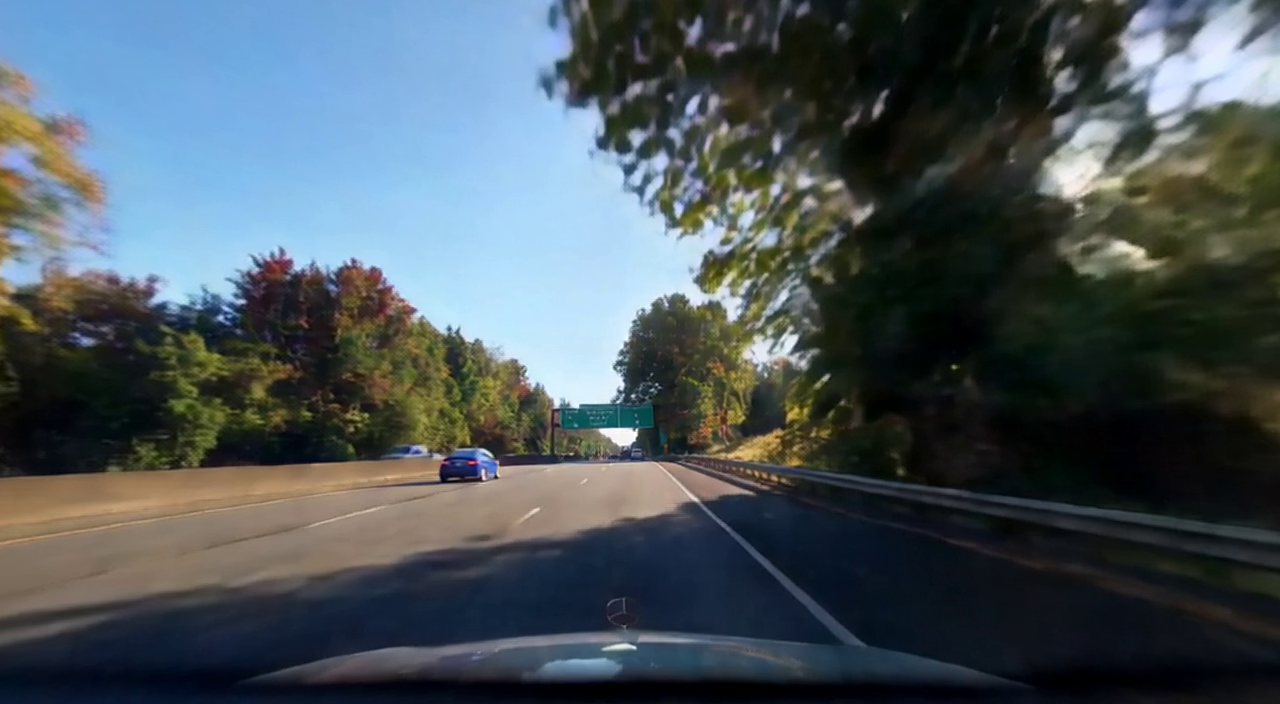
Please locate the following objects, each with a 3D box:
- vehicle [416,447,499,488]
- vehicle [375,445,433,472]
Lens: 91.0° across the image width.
[{"bbox_3d":[-7.658,4.851,26.944,2.094,1.579,4.655,0,-9,0],"label":"vehicle"},{"bbox_3d":[-18.170,8.224,48.762,2.307,1.965,5.330,0,-9,1],"label":"vehicle"}]
